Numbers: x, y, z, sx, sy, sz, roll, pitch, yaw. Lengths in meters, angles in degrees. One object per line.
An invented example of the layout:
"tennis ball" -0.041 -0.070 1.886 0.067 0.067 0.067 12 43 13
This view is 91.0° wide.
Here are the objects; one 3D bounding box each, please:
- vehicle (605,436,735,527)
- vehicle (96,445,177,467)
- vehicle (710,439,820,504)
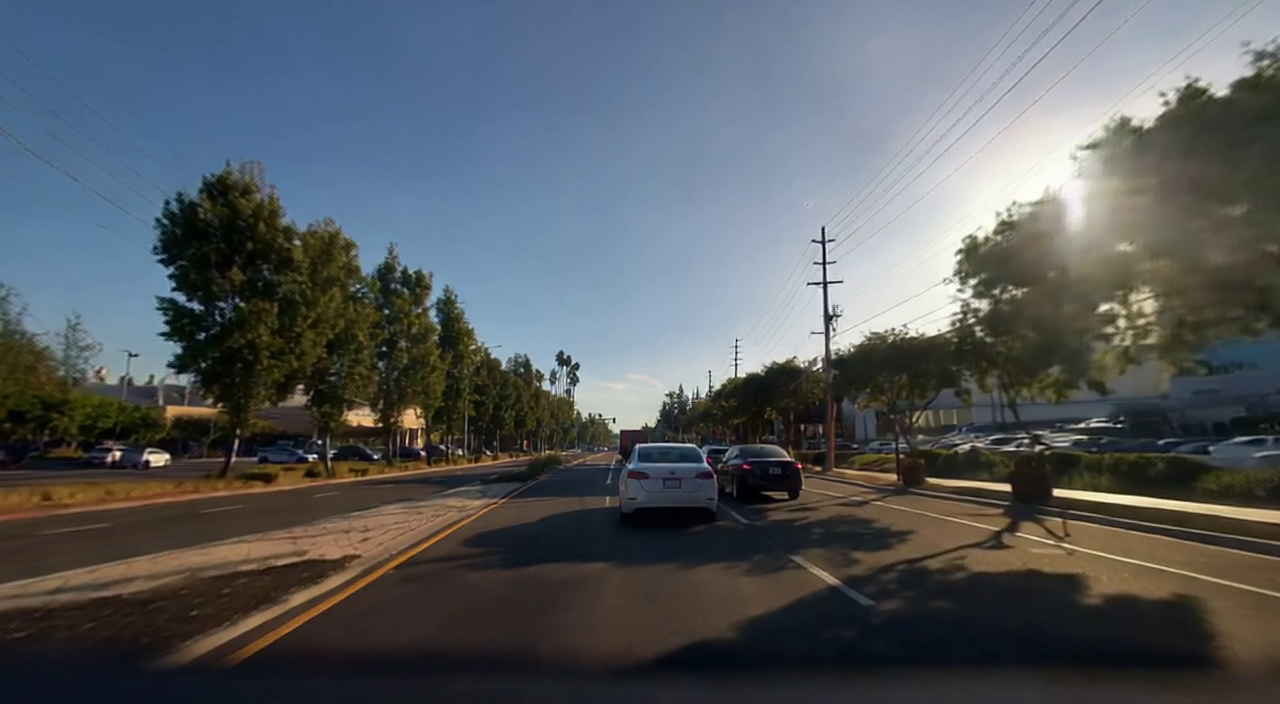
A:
"vehicle" 0.398 2.435 12.446 2.144 1.473 4.028 1 -8 -3
"vehicle" -38.993 8.056 48.865 1.804 1.478 4.485 -3 -8 25
"vehicle" 3.127 3.082 16.672 1.985 1.489 4.036 0 -8 -1
